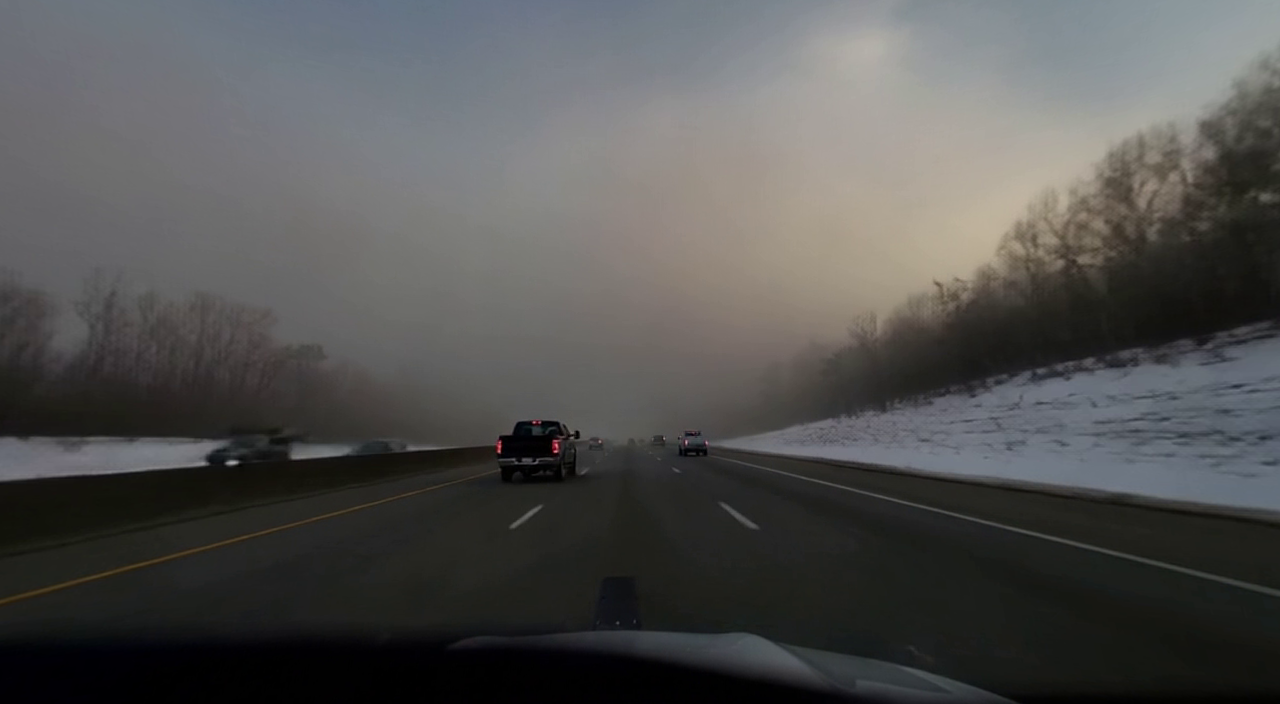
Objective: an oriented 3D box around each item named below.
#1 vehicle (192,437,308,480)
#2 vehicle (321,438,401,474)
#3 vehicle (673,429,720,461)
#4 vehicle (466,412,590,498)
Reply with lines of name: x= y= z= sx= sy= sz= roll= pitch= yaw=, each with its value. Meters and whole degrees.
vehicle: x=-15.815 y=4.308 z=25.859 sx=1.939 sy=1.553 sz=4.619 roll=0 pitch=-8 yaw=-2
vehicle: x=-12.422 y=4.609 z=28.313 sx=1.832 sy=1.464 sz=4.110 roll=0 pitch=-8 yaw=-2
vehicle: x=3.164 y=5.323 z=36.078 sx=2.124 sy=1.696 sz=4.173 roll=0 pitch=-8 yaw=-2
vehicle: x=-2.555 y=2.495 z=15.661 sx=2.185 sy=1.772 sz=4.656 roll=-1 pitch=-8 yaw=0
